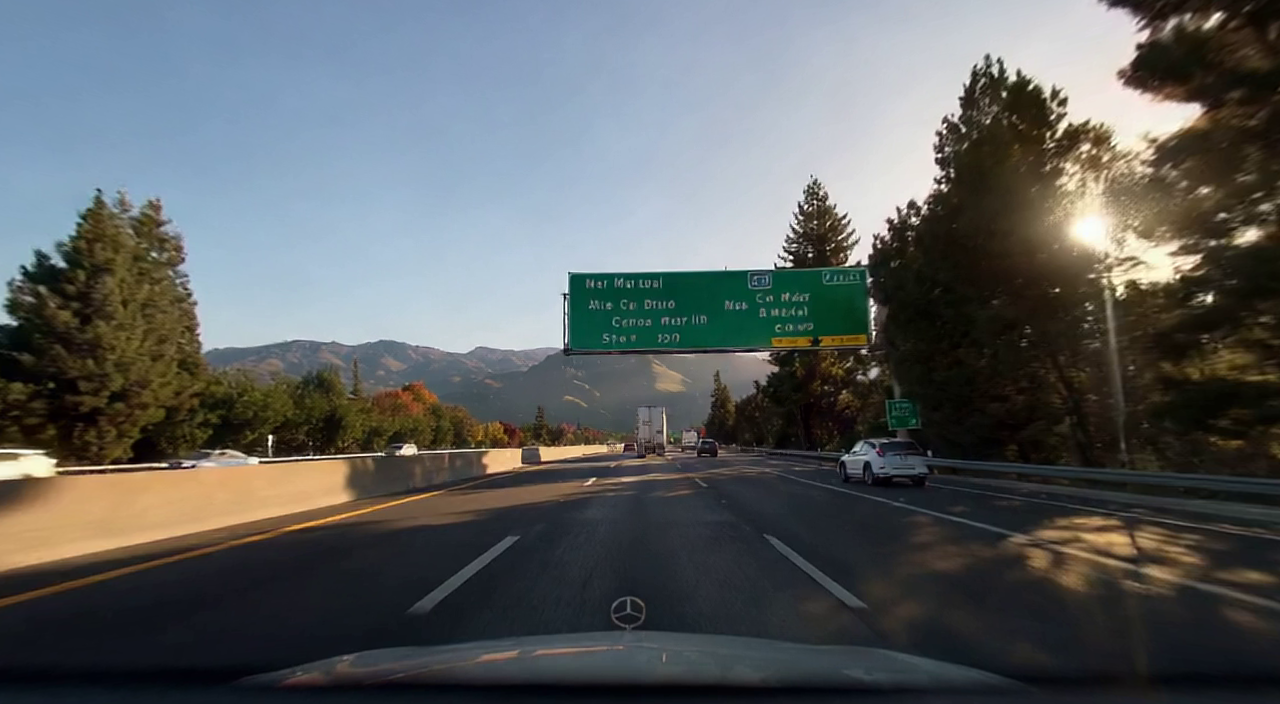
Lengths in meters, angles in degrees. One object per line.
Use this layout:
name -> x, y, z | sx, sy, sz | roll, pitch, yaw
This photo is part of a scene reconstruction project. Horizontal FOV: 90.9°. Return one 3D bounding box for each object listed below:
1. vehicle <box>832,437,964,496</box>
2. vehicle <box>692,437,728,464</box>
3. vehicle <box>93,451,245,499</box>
vehicle -> 7.054, 3.153, 17.780 | 1.982, 1.440, 4.171 | 0, -8, 1
vehicle -> 4.452, 6.321, 40.658 | 1.880, 1.624, 3.941 | 0, -8, 0
vehicle -> -16.483, 4.293, 22.420 | 1.930, 1.474, 4.492 | 0, -9, 0
